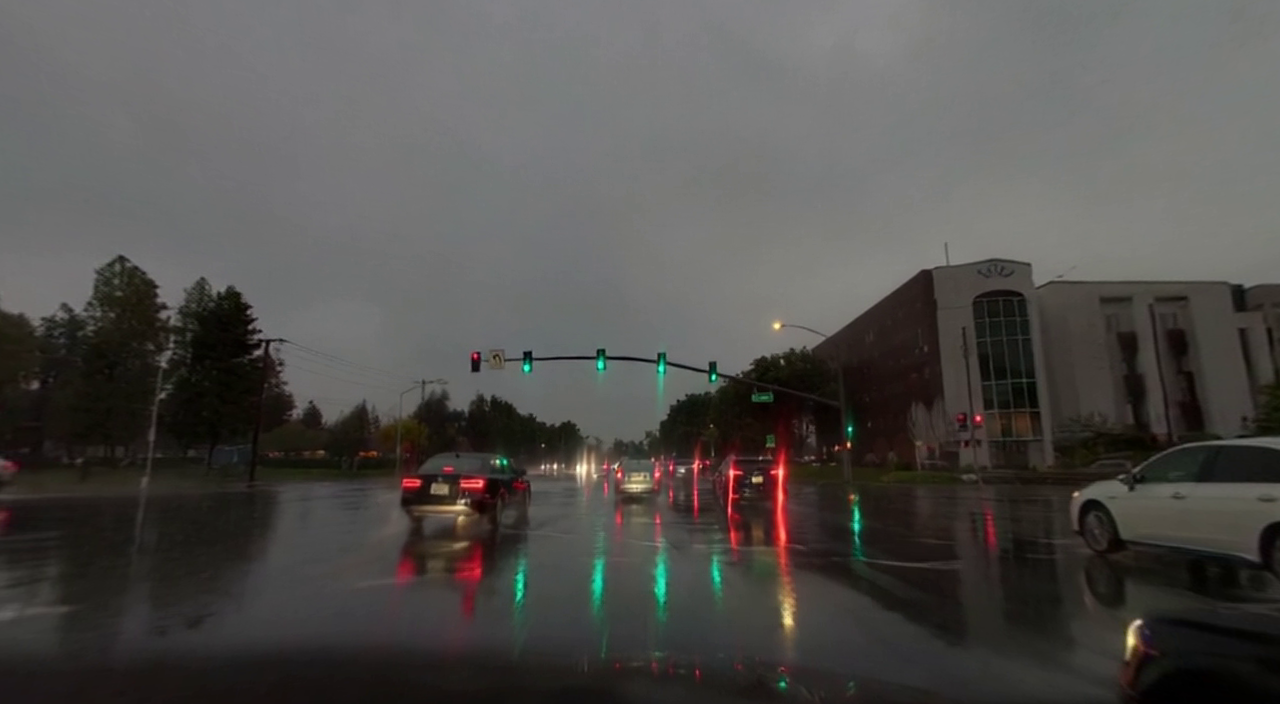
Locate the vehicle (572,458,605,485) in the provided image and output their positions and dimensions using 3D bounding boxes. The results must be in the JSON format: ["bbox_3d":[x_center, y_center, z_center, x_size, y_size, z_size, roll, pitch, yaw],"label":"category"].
[{"bbox_3d":[-3.657,8.647,45.885,2.033,1.714,4.278,0,-8,0],"label":"vehicle"}]

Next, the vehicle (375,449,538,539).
[{"bbox_3d":[-3.541,2.814,13.236,2.045,1.463,4.490,0,-8,0],"label":"vehicle"}]

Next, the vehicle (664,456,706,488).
[{"bbox_3d":[2.697,7.395,39.221,2.138,1.778,4.422,0,-8,-2],"label":"vehicle"}]

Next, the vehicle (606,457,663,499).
[{"bbox_3d":[-0.253,5.032,25.578,2.098,1.461,3.958,0,-8,-1],"label":"vehicle"}]

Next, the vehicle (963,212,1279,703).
[{"bbox_3d":[2.764,0.411,0.520,2.153,1.853,5.235,0,-8,-1],"label":"vehicle"}]

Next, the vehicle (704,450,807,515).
[{"bbox_3d":[3.196,3.716,18.614,1.996,1.566,4.917,0,-8,-2],"label":"vehicle"}]
